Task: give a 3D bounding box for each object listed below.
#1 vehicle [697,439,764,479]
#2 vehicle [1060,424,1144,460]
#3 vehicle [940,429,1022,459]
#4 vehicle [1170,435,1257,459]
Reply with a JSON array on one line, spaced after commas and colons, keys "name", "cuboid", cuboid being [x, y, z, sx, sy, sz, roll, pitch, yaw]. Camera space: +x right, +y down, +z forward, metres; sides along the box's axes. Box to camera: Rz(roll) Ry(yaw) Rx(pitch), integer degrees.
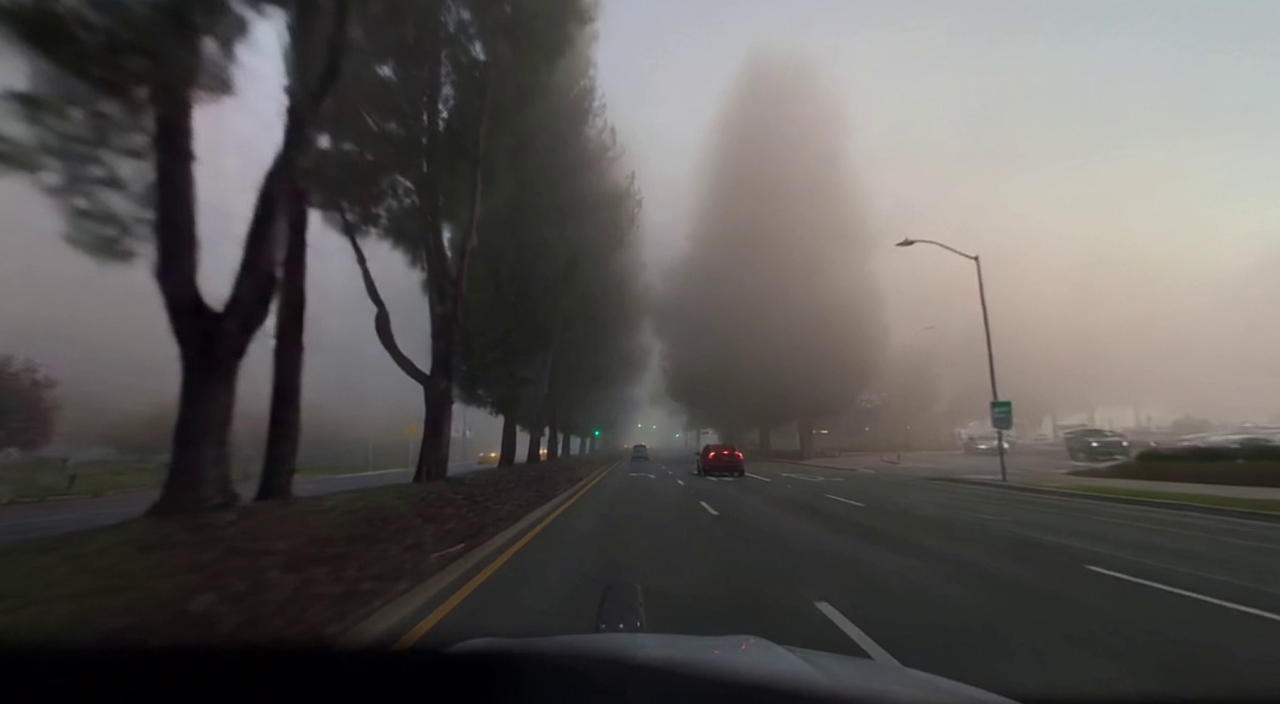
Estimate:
[{"name": "vehicle", "cuboid": [3.595, 4.343, 25.880, 1.983, 1.482, 4.463, 0, -9, -2]}, {"name": "vehicle", "cuboid": [28.783, 5.647, 39.591, 2.501, 2.045, 5.267, -2, -9, 17]}, {"name": "vehicle", "cuboid": [23.922, 6.473, 44.371, 4.534, 1.730, 1.942, -13, -14, 41]}, {"name": "vehicle", "cuboid": [35.987, 5.980, 39.778, 1.819, 1.436, 4.046, -1, -9, 5]}]
